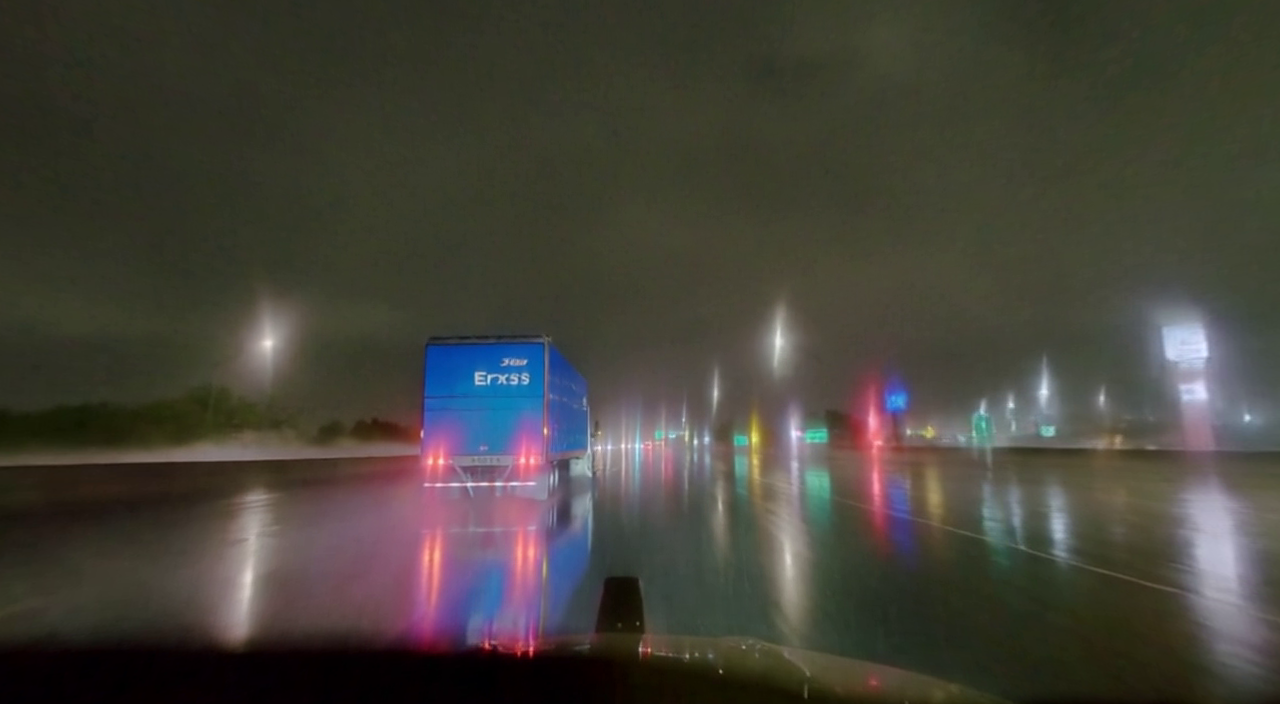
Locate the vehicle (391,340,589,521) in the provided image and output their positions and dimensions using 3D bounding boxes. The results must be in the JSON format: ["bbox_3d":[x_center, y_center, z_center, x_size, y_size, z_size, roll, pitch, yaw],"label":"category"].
[{"bbox_3d":[-3.179,2.103,16.222,2.922,3.458,8.360,0,-9,1],"label":"vehicle"}]
